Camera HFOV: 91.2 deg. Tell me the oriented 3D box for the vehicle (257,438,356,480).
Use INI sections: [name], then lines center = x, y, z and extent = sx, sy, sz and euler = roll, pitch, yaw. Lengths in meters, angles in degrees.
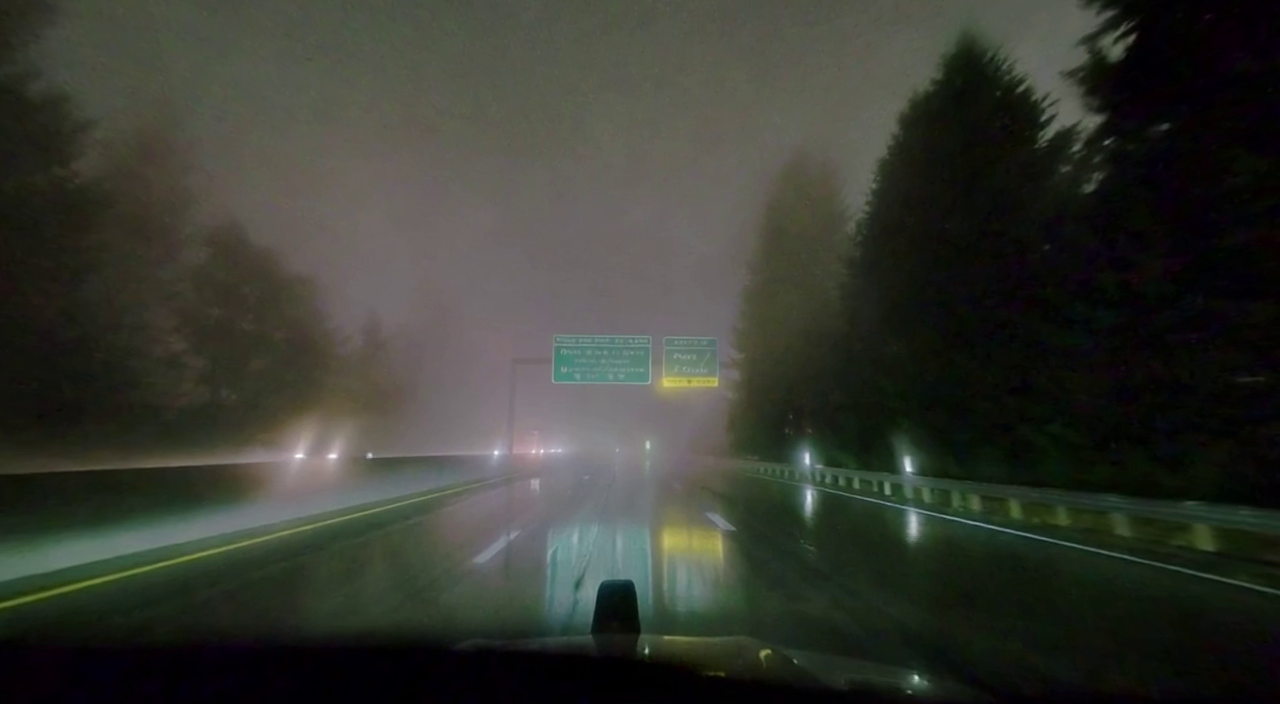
[vehicle]
center = -13.123, 4.230, 24.986
extent = 1.802, 1.493, 4.016
euler = 0, -9, -1
